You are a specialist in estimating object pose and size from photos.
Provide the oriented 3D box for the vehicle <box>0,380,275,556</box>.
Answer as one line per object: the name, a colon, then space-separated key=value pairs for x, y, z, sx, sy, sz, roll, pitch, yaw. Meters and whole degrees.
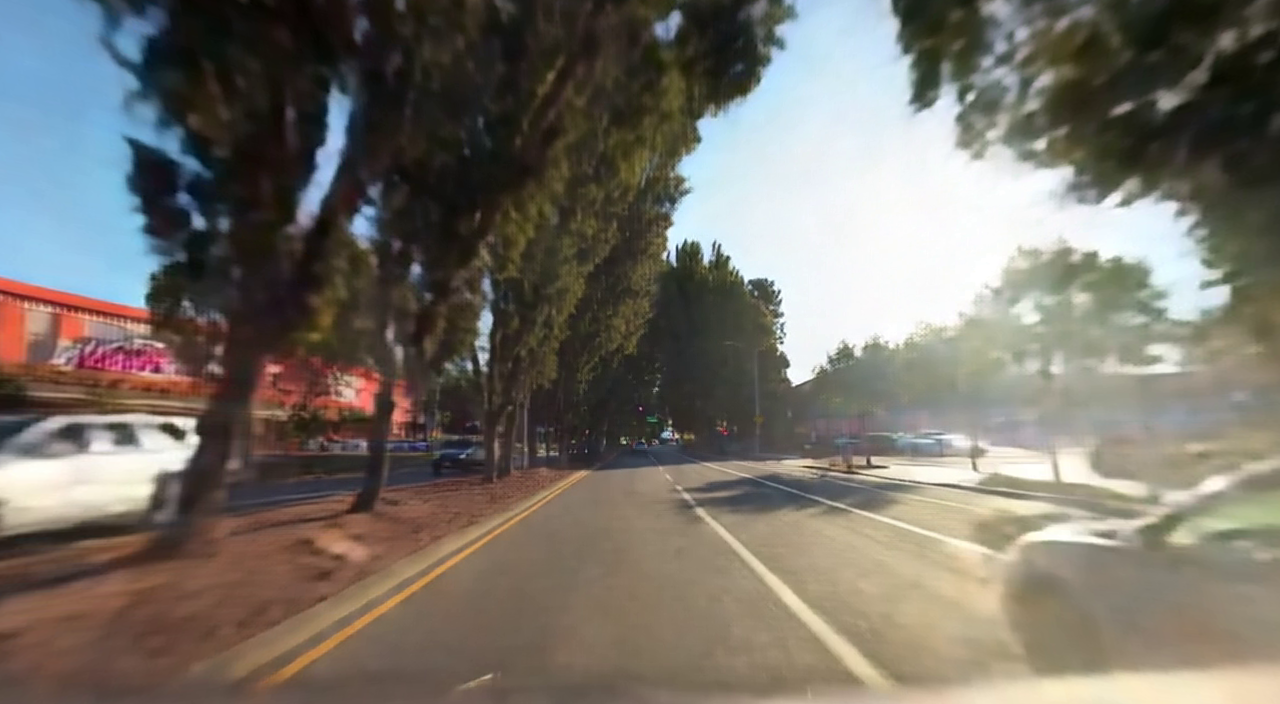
vehicle: x=-8.252 y=1.675 z=9.679 sx=2.171 sy=1.975 sz=5.168 roll=0 pitch=-8 yaw=0

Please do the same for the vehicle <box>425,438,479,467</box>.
vehicle: x=-11.653 y=6.274 z=39.430 sx=1.985 sy=1.658 sz=4.541 roll=0 pitch=-8 yaw=0

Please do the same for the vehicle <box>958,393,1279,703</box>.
vehicle: x=3.070 y=0.810 z=1.561 sx=2.091 sy=1.472 sz=4.697 roll=0 pitch=-8 yaw=0
